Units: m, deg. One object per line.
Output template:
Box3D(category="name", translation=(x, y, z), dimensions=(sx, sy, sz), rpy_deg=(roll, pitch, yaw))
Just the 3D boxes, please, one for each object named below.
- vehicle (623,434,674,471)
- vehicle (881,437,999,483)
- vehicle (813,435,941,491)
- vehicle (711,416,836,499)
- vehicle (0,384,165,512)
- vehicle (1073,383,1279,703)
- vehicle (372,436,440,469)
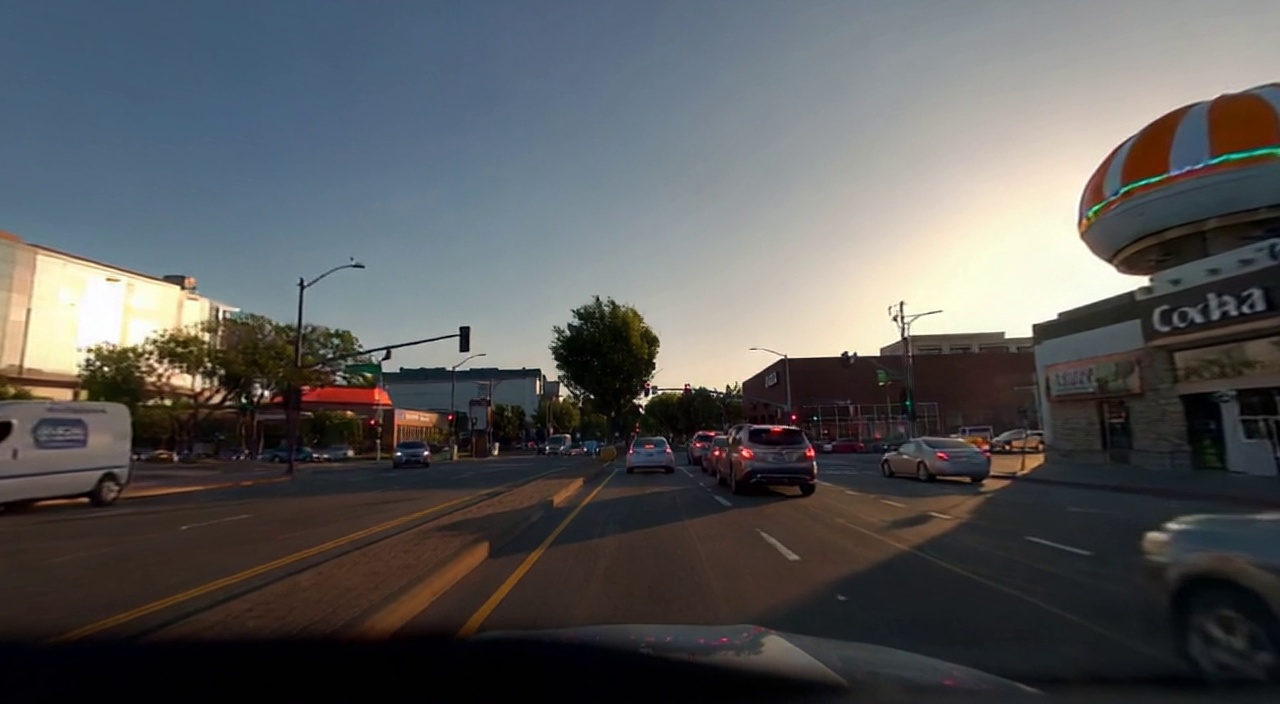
Box3D(category="vehicle", translation=(0.300, 4.410, 27.809), dimensions=(2.073, 1.496, 3.892), rpy_deg=(0, -8, -1))
Box3D(category="vehicle", translation=(10.573, 3.835, 22.700), dimensions=(1.881, 1.463, 4.726), rpy_deg=(0, -8, 0))
Box3D(category="vehicle", translation=(6.876, 3.253, 18.886), dimensions=(2.059, 1.458, 4.395), rpy_deg=(0, -8, -1))
Box3D(category="vehicle", translation=(3.162, 2.643, 16.151), dimensions=(2.038, 1.787, 4.946), rpy_deg=(0, -8, -1))
Box3D(category="vehicle", translation=(-15.342, 2.362, 15.580), dimensions=(2.371, 2.799, 5.978), rpy_deg=(0, -8, 1))
Box3D(category="vehicle", translation=(3.451, 0.719, 1.312), dimensions=(1.932, 1.517, 4.430), rpy_deg=(0, -8, 0))
Box3D(category="vehicle", translation=(-13.614, 5.787, 36.523), dimensions=(2.106, 1.751, 4.554), rpy_deg=(7, -11, -41))
